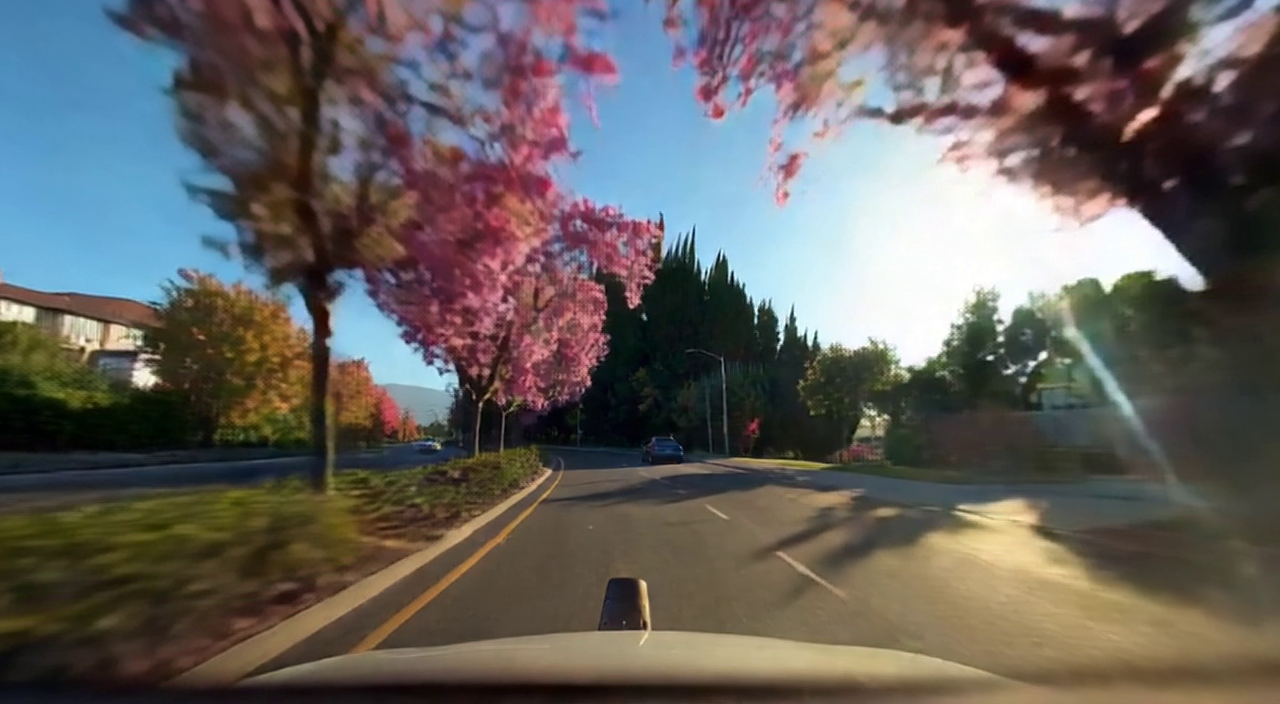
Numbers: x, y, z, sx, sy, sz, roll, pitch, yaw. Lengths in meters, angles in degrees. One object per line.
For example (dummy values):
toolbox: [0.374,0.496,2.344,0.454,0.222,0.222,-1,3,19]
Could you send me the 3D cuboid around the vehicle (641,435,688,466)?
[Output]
vehicle: [1.482,6.214,39.793,2.166,1.828,4.607,1,-9,-8]
